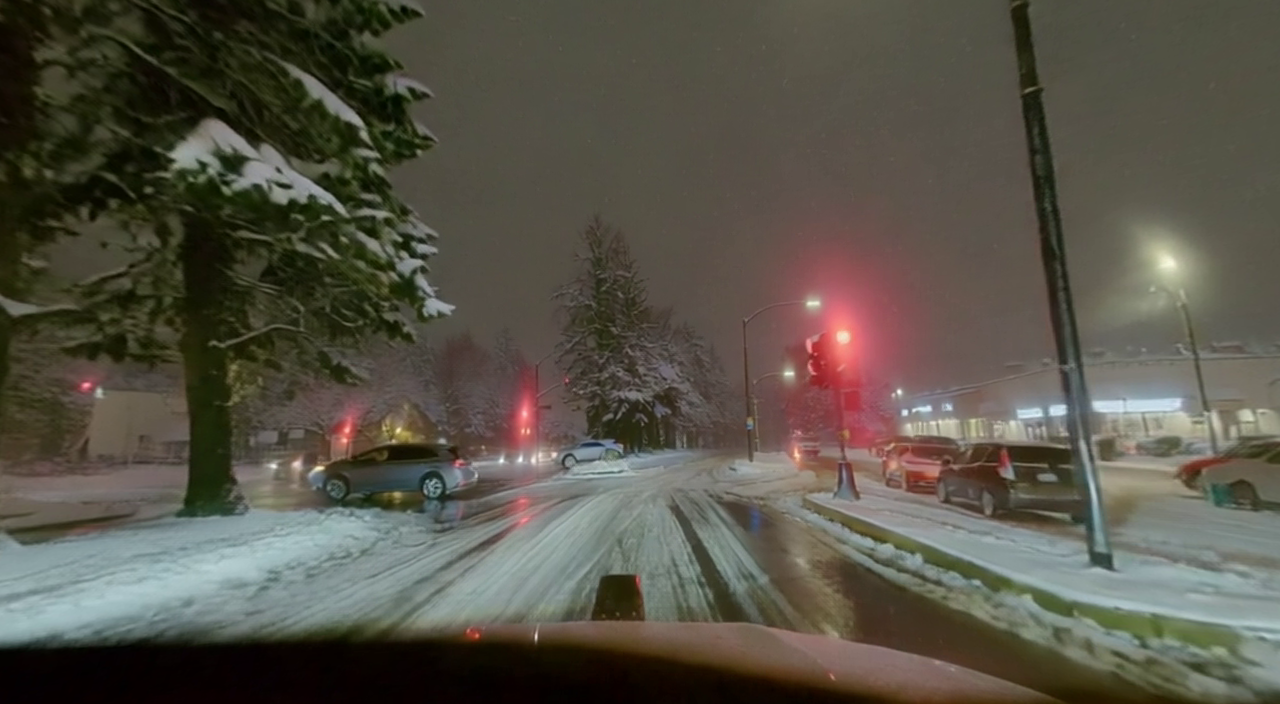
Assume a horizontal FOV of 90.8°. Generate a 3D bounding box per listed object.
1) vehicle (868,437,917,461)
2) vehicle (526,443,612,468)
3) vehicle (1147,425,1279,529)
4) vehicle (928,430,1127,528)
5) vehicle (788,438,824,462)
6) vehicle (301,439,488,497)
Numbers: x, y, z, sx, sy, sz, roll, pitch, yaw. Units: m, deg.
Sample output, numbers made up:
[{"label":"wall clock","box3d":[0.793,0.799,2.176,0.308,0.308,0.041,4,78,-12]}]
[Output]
[{"label":"vehicle","box3d":[16.517,6.364,41.510,1.951,1.491,4.359,-1,-9,8]},{"label":"vehicle","box3d":[-4.362,6.385,39.052,4.792,1.468,2.116,-2,-9,14]},{"label":"vehicle","box3d":[11.336,2.130,11.162,2.031,1.592,4.470,-3,-9,16]},{"label":"vehicle","box3d":[7.035,2.301,12.098,1.867,1.479,4.452,-2,-9,13]},{"label":"vehicle","box3d":[11.316,6.738,43.417,2.061,1.519,4.794,-2,-9,11]},{"label":"vehicle","box3d":[-6.626,3.165,17.386,4.376,1.476,1.791,-1,-8,2]}]
